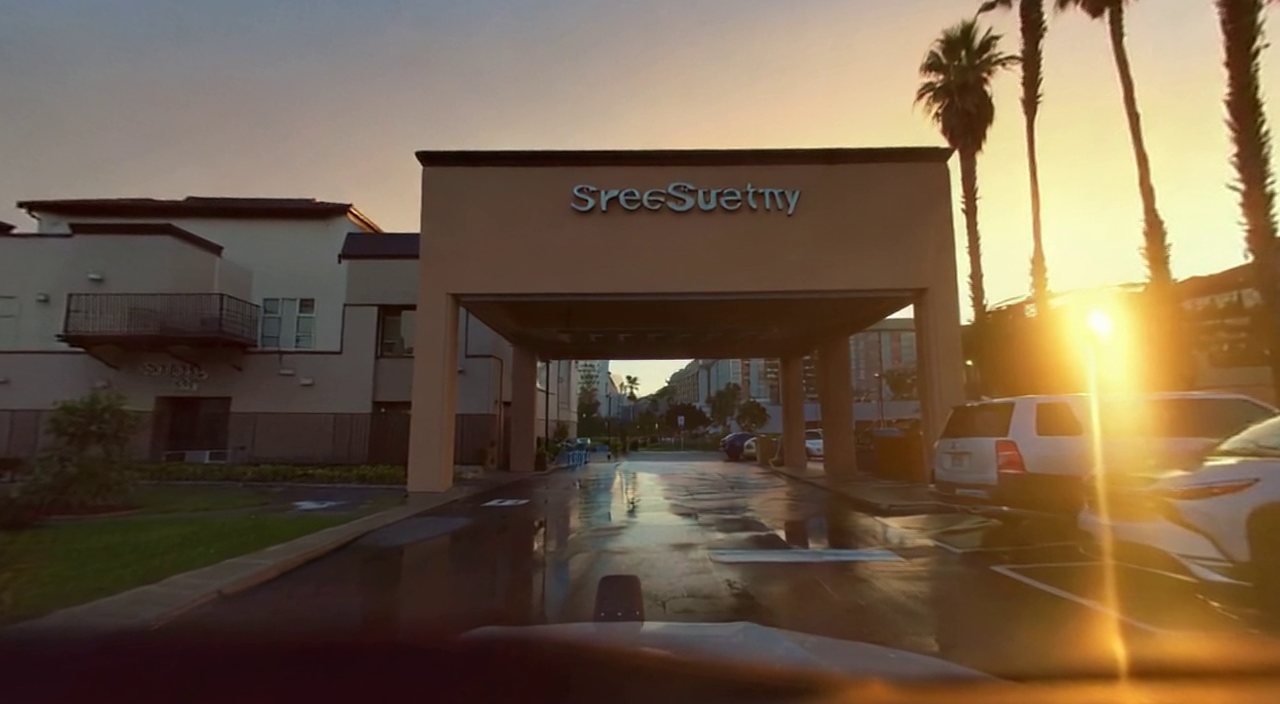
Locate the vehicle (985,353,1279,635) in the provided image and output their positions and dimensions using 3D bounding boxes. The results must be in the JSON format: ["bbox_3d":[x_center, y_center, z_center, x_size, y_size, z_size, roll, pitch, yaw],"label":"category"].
[{"bbox_3d":[5.511,0.986,4.779,4.567,1.723,1.926,0,-8,4],"label":"vehicle"}]

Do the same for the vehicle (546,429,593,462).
[{"bbox_3d":[-4.299,5.775,39.132,1.943,1.890,4.472,1,-7,5],"label":"vehicle"}]

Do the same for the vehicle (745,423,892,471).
[{"bbox_3d":[6.849,3.725,24.699,5.254,1.793,1.998,-1,-8,7],"label":"vehicle"}]
